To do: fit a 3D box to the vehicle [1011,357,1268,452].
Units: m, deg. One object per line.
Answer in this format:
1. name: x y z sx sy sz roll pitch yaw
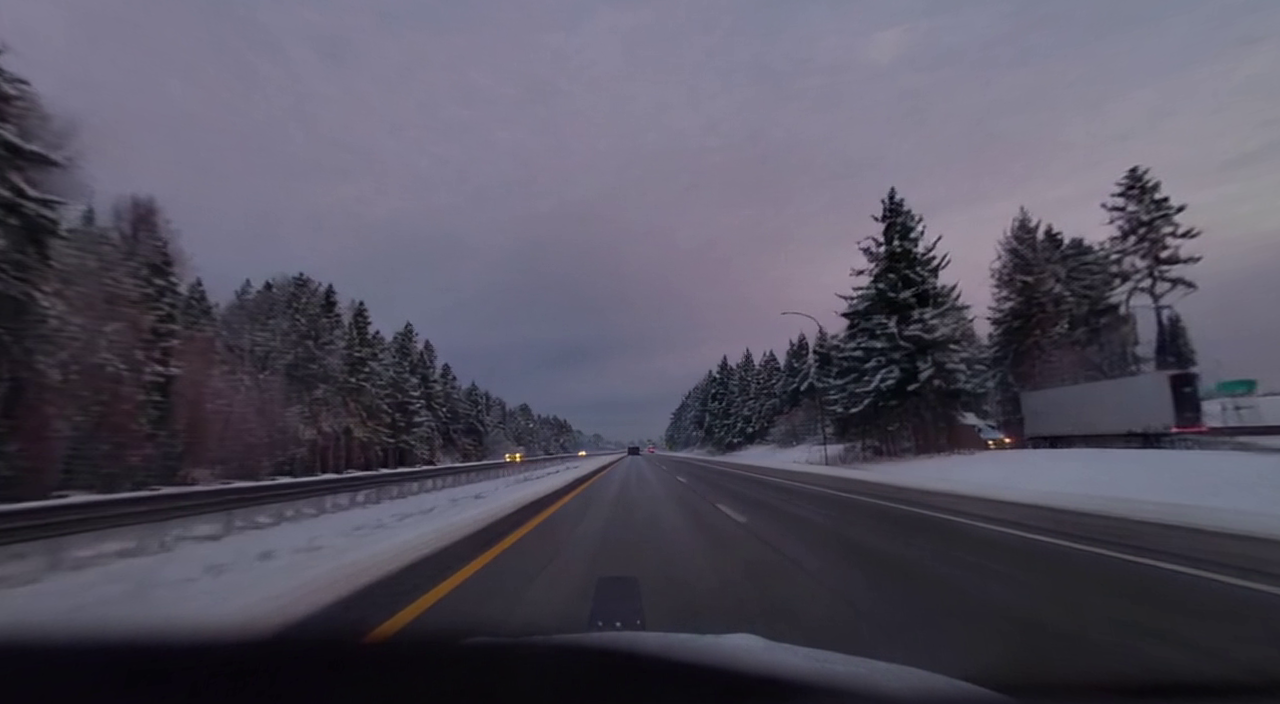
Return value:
1. vehicle: 25.783 3.347 34.383 2.909 4.099 14.187 0 -9 2
